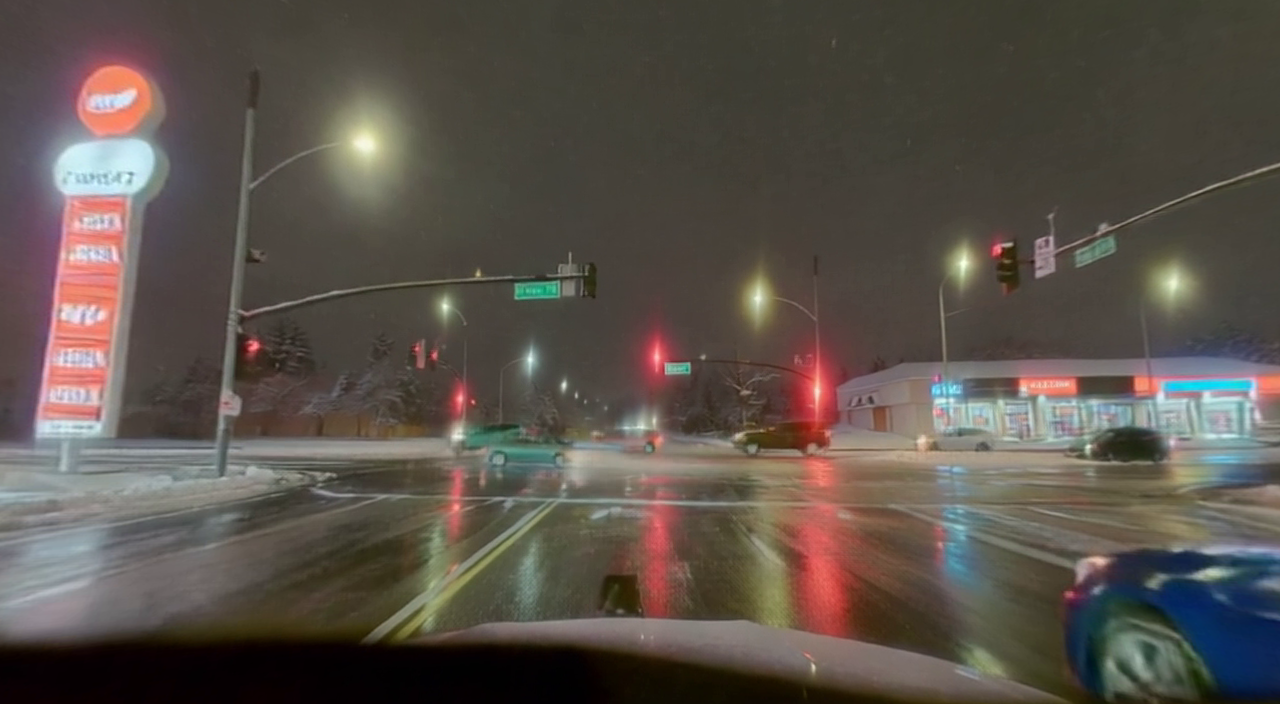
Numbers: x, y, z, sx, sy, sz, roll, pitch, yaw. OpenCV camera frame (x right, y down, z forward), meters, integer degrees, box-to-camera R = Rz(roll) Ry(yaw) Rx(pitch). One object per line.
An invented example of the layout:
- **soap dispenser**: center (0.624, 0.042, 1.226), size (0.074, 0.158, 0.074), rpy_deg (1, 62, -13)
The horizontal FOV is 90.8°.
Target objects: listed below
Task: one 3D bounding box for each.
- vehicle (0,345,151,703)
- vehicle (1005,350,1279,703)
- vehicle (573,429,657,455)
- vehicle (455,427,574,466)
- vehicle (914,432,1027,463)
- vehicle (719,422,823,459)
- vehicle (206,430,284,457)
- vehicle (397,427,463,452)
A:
- **vehicle**: center (-3.866, 0.625, 1.423), size (2.196, 1.696, 4.484), rpy_deg (0, -8, -5)
- **vehicle**: center (2.793, 0.616, 0.741), size (1.995, 1.525, 4.392), rpy_deg (0, -8, -2)
- **vehicle**: center (-1.558, 5.452, 38.222), size (4.801, 1.466, 1.830), rpy_deg (-5, -9, 27)
- **vehicle**: center (-5.241, 3.919, 26.196), size (4.806, 1.482, 1.862), rpy_deg (-5, -9, 30)
- **vehicle**: center (16.478, 4.778, 31.661), size (4.792, 1.467, 1.831), rpy_deg (-4, -9, 27)
- **vehicle**: center (6.334, 4.284, 30.556), size (4.562, 1.676, 1.819), rpy_deg (-4, -9, 26)
- **vehicle**: center (-22.970, 5.332, 36.705), size (4.670, 1.458, 1.959), rpy_deg (-6, -10, 32)
- **vehicle**: center (-15.127, 6.335, 45.444), size (4.433, 1.717, 1.839), rpy_deg (-5, -9, 27)
